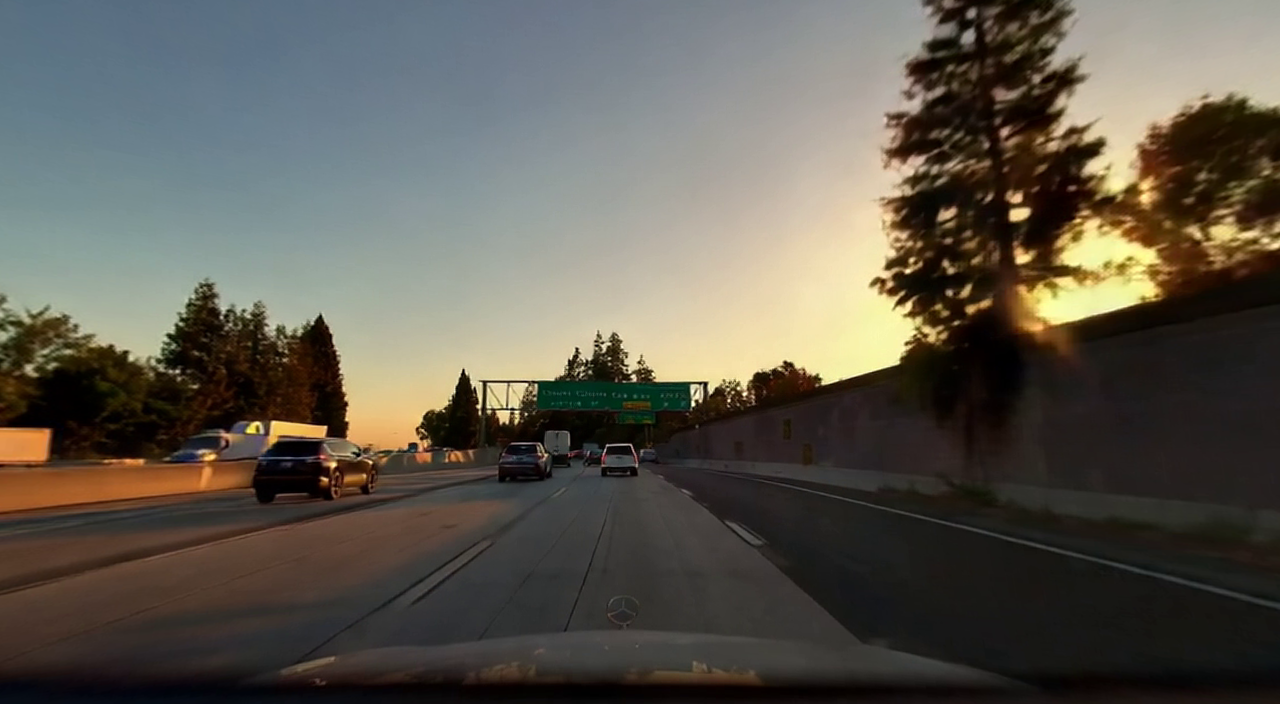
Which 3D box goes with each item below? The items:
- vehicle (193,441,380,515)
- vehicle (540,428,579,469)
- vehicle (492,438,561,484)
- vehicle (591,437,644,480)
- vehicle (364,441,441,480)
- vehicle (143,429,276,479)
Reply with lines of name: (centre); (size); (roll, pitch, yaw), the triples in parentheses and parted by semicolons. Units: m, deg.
vehicle: (-7.988, 2.845, 14.853); (1.896, 1.465, 4.399); (0, -8, 0)
vehicle: (-5.595, 6.810, 44.494); (2.279, 2.672, 5.256); (0, -8, -2)
vehicle: (-4.315, 4.216, 24.744); (2.005, 1.631, 4.295); (0, -8, -1)
vehicle: (-0.995, 4.528, 27.107); (2.092, 1.671, 3.772); (0, -8, -3)
vehicle: (-11.951, 5.456, 32.201); (2.079, 1.807, 5.187); (0, -8, -2)
vehicle: (-16.744, 3.988, 24.906); (2.044, 1.747, 4.769); (0, -8, -3)
